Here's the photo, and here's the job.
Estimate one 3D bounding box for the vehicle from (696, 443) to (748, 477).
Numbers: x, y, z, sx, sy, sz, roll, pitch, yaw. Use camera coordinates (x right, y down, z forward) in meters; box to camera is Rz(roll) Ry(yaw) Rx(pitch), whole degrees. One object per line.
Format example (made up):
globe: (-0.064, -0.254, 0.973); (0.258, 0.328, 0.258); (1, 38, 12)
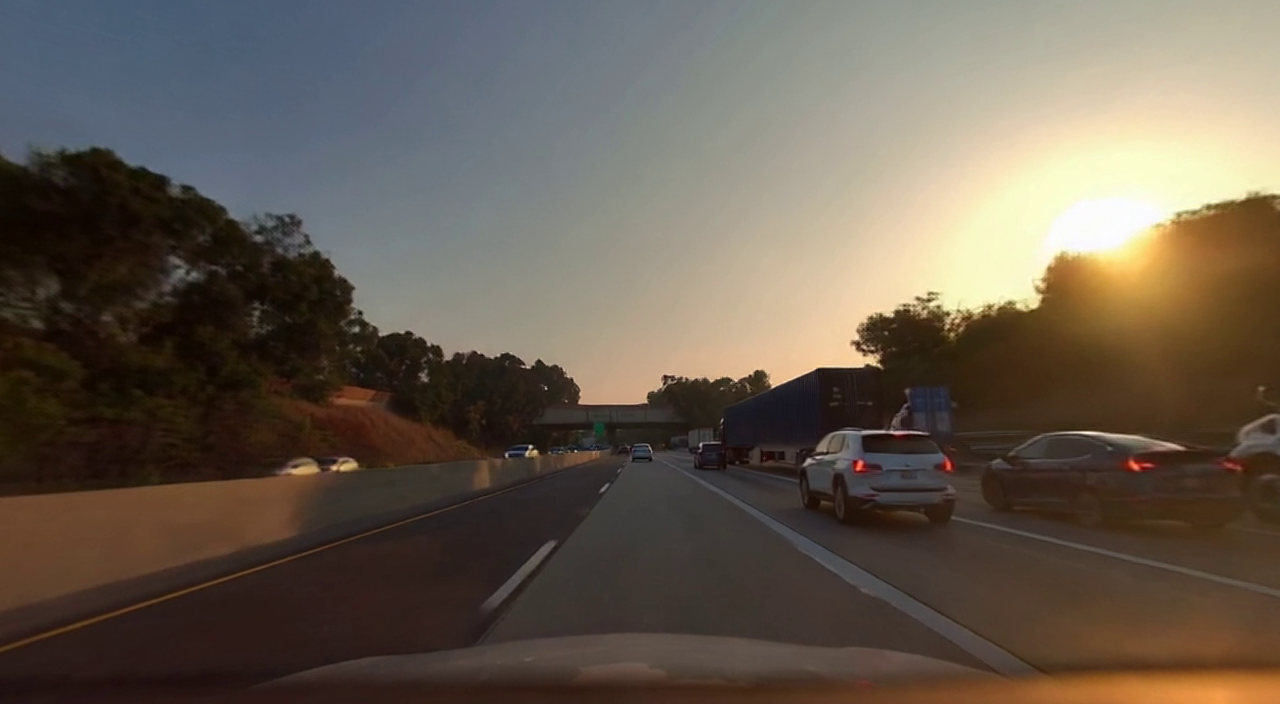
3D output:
vehicle: (3.960, 5.289, 31.104); (1.888, 1.501, 4.608); (0, -8, -1)

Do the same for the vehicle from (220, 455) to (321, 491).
vehicle: (-16.915, 5.536, 29.037); (1.906, 1.453, 4.484); (0, -8, 1)

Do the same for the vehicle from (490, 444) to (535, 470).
vehicle: (-9.396, 7.774, 46.702); (2.273, 1.821, 4.811); (0, -8, 1)

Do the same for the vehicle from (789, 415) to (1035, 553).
vehicle: (3.885, 1.945, 9.940); (1.972, 1.693, 4.139); (0, -8, -1)

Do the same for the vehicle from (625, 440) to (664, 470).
vehicle: (0.310, 6.442, 39.374); (2.313, 1.736, 4.215); (0, -8, 1)

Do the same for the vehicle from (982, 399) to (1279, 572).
vehicle: (7.322, 1.769, 9.140); (1.985, 1.835, 4.681); (0, -8, -1)
